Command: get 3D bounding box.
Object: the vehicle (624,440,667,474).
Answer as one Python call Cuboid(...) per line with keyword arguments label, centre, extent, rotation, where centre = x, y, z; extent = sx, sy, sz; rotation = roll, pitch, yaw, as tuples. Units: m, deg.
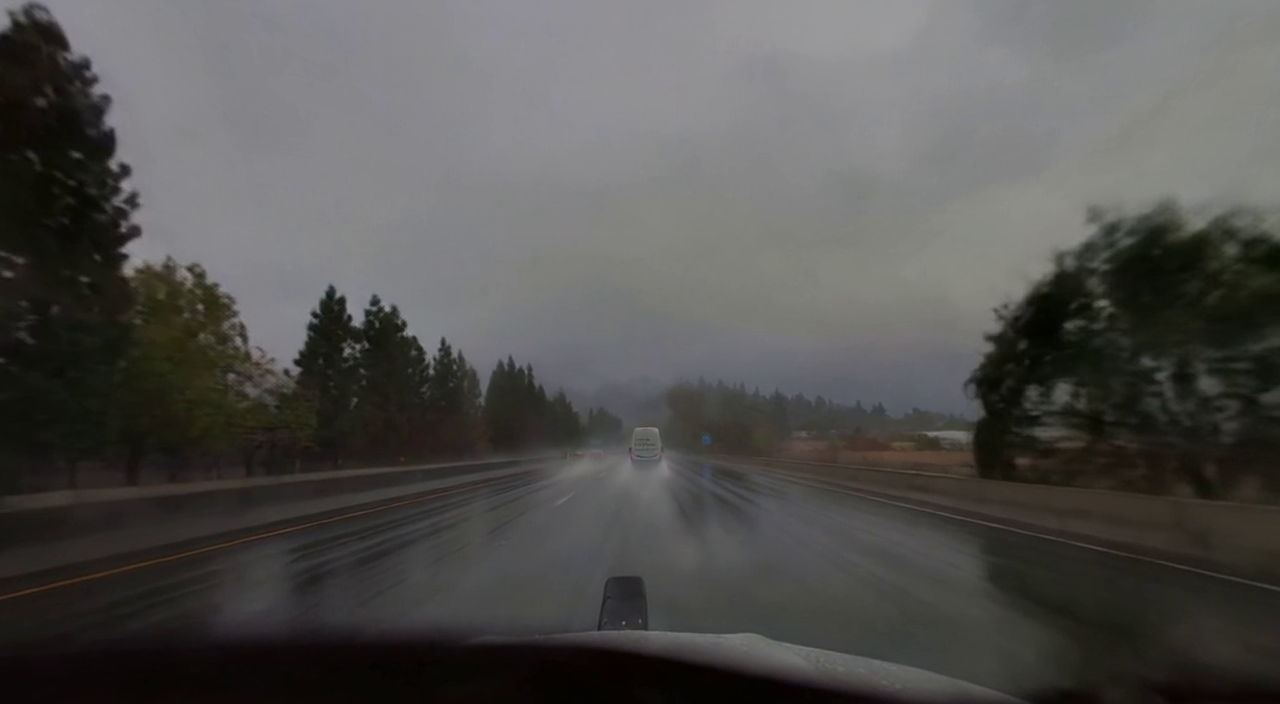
Cuboid(label="vehicle", centre=(0.285, 5.651, 33.985), extent=(2.172, 1.687, 3.929), rotation=(0, -9, 0))
